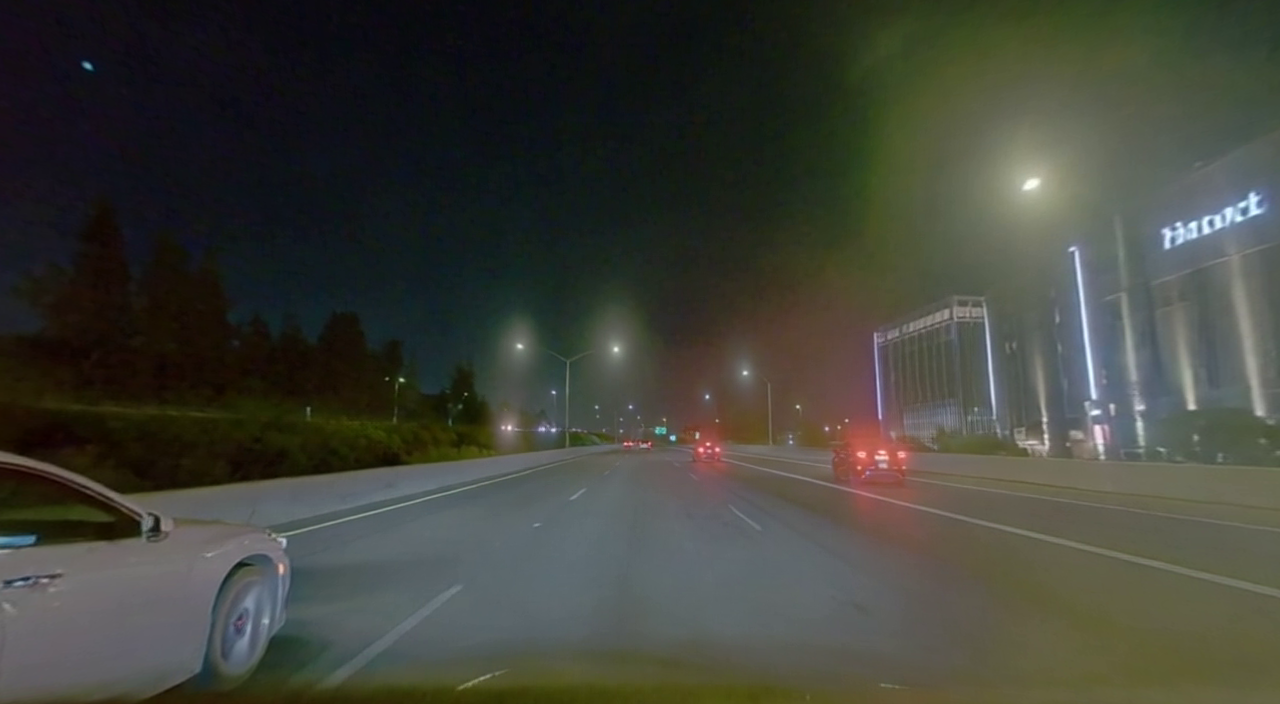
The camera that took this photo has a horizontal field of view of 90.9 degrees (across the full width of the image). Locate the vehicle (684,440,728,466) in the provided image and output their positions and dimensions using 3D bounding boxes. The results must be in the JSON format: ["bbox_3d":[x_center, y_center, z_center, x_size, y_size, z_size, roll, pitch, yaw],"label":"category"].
[{"bbox_3d":[3.799,5.898,37.058,2.069,1.431,4.313,0,-8,-1],"label":"vehicle"}]
